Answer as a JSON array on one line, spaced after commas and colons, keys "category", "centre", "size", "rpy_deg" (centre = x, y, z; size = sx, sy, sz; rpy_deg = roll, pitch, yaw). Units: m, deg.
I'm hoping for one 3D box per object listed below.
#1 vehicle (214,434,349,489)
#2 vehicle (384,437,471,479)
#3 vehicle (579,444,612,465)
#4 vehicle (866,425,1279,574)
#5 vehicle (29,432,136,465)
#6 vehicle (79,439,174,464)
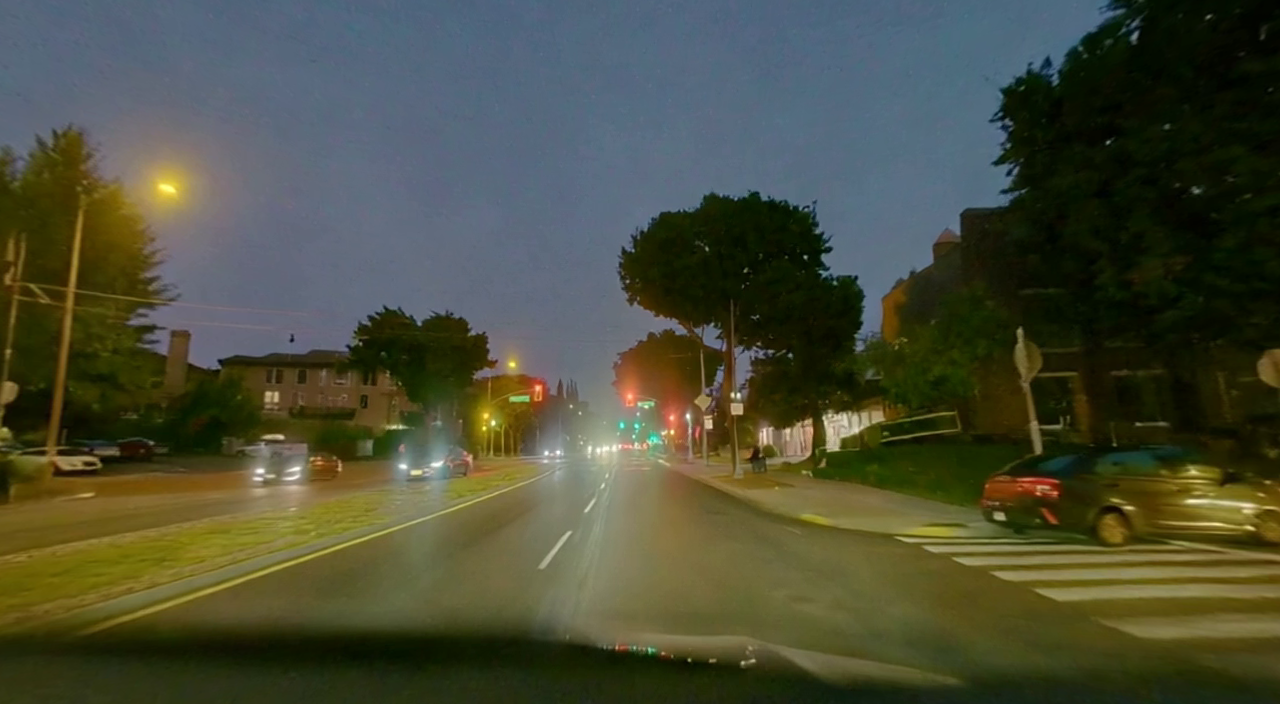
[{"category": "vehicle", "centre": [-12.507, 3.834, 22.470], "size": [2.046, 1.716, 4.423], "rpy_deg": [0, -8, 2]}, {"category": "vehicle", "centre": [-9.144, 4.591, 27.615], "size": [2.052, 1.676, 4.463], "rpy_deg": [-1, -8, 3]}, {"category": "vehicle", "centre": [-3.243, 7.606, 47.016], "size": [2.122, 1.469, 4.388], "rpy_deg": [0, -8, 0]}, {"category": "vehicle", "centre": [5.651, 1.667, 7.641], "size": [5.022, 1.487, 2.268], "rpy_deg": [-1, -8, 5]}, {"category": "vehicle", "centre": [-33.328, 5.779, 38.017], "size": [2.110, 1.850, 4.864], "rpy_deg": [0, -8, -3]}, {"category": "vehicle", "centre": [-30.878, 5.991, 38.178], "size": [1.802, 1.437, 4.596], "rpy_deg": [0, -8, 1]}]
